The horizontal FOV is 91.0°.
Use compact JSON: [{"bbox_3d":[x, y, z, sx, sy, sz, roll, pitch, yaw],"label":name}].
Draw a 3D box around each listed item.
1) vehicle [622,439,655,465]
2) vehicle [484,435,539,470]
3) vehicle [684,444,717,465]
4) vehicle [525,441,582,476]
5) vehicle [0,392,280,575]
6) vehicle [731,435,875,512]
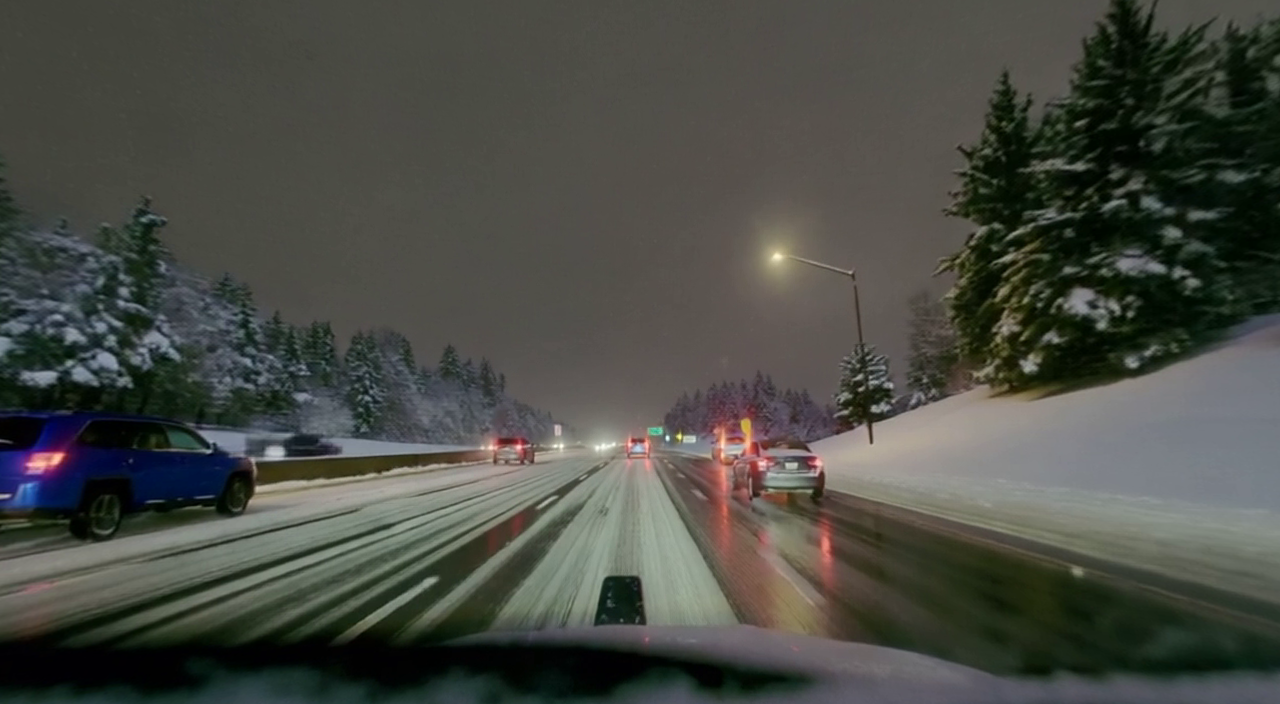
[{"bbox_3d":[-0.115,6.962,43.969,2.158,1.706,4.219,0,-9,0],"label":"vehicle"},{"bbox_3d":[-7.076,5.595,35.202,2.111,1.811,4.391,0,-9,1],"label":"vehicle"},{"bbox_3d":[4.318,7.393,45.565,1.944,1.465,4.245,0,-9,0],"label":"vehicle"},{"bbox_3d":[-4.001,4.994,29.699,2.071,1.478,4.130,0,-9,0],"label":"vehicle"},{"bbox_3d":[-7.419,1.683,8.743,2.142,1.849,4.566,0,-9,-1],"label":"vehicle"},{"bbox_3d":[3.561,2.767,14.771,2.141,1.507,4.510,0,-9,0],"label":"vehicle"}]
